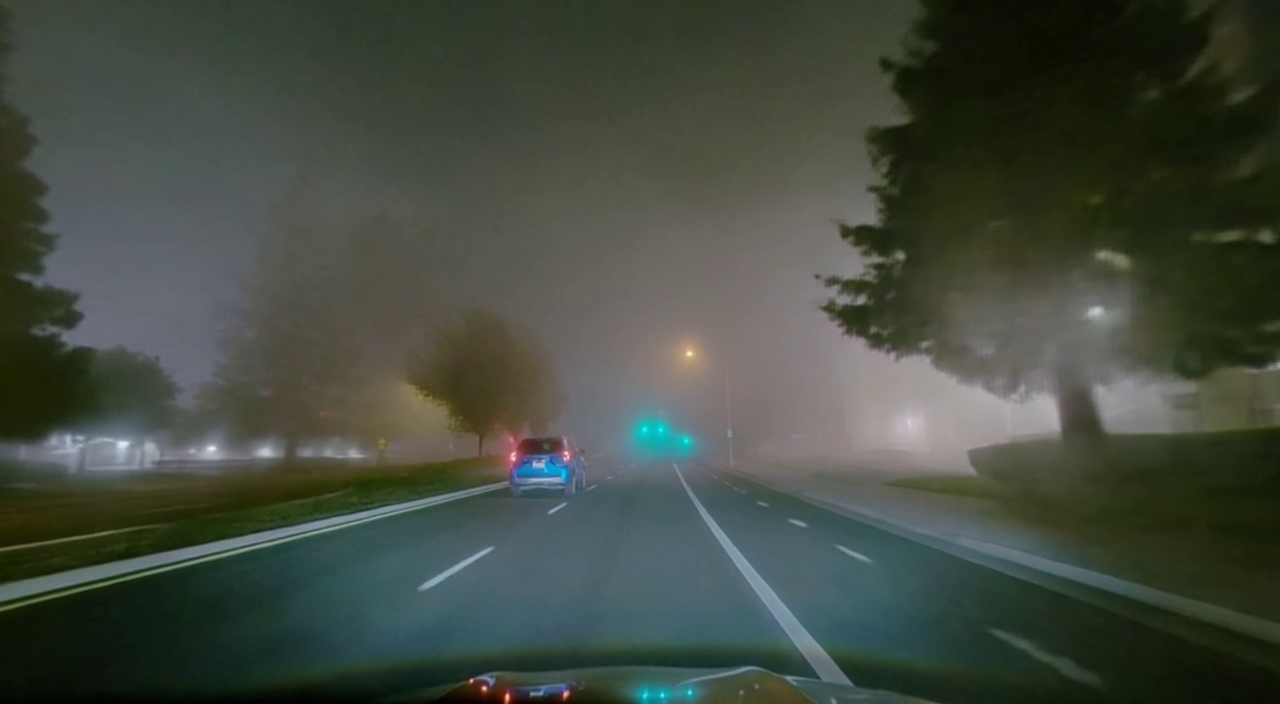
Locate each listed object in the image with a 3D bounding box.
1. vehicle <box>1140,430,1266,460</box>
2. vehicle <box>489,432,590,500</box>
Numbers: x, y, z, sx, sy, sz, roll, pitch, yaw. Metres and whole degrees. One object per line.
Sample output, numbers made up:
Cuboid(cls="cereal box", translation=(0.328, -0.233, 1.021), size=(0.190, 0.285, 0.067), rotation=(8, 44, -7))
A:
Cuboid(cls="vehicle", translation=(32.590, 5.388, 36.683), size=(5.239, 1.663, 1.977), rotation=(0, -9, 1))
Cuboid(cls="vehicle", translation=(-2.761, 3.277, 18.506), size=(2.121, 1.724, 4.392), rotation=(0, -9, 2))
